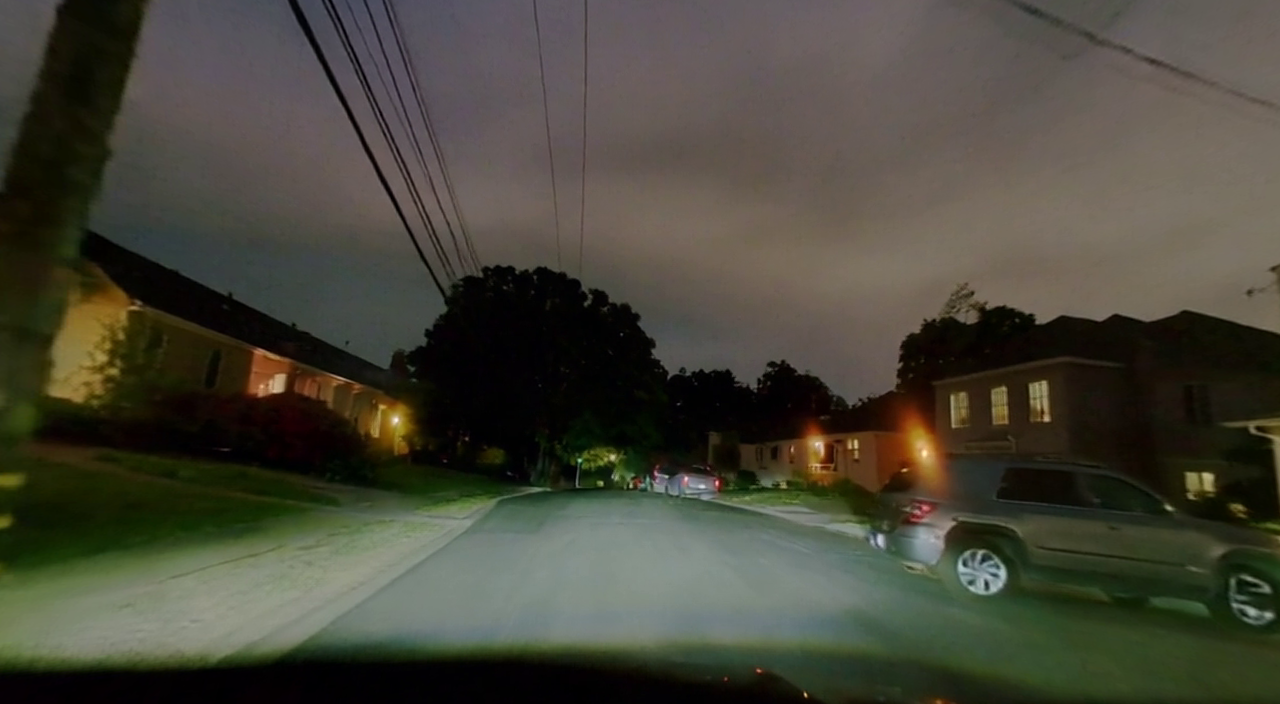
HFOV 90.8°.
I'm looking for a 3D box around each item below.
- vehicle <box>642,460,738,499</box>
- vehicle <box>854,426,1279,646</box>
[{"bbox_3d":[2.445,6.320,31.547,4.413,1.728,1.869,1,-8,-9],"label":"vehicle"},{"bbox_3d":[5.034,1.958,7.032,4.501,1.678,2.078,7,-9,-1],"label":"vehicle"}]
